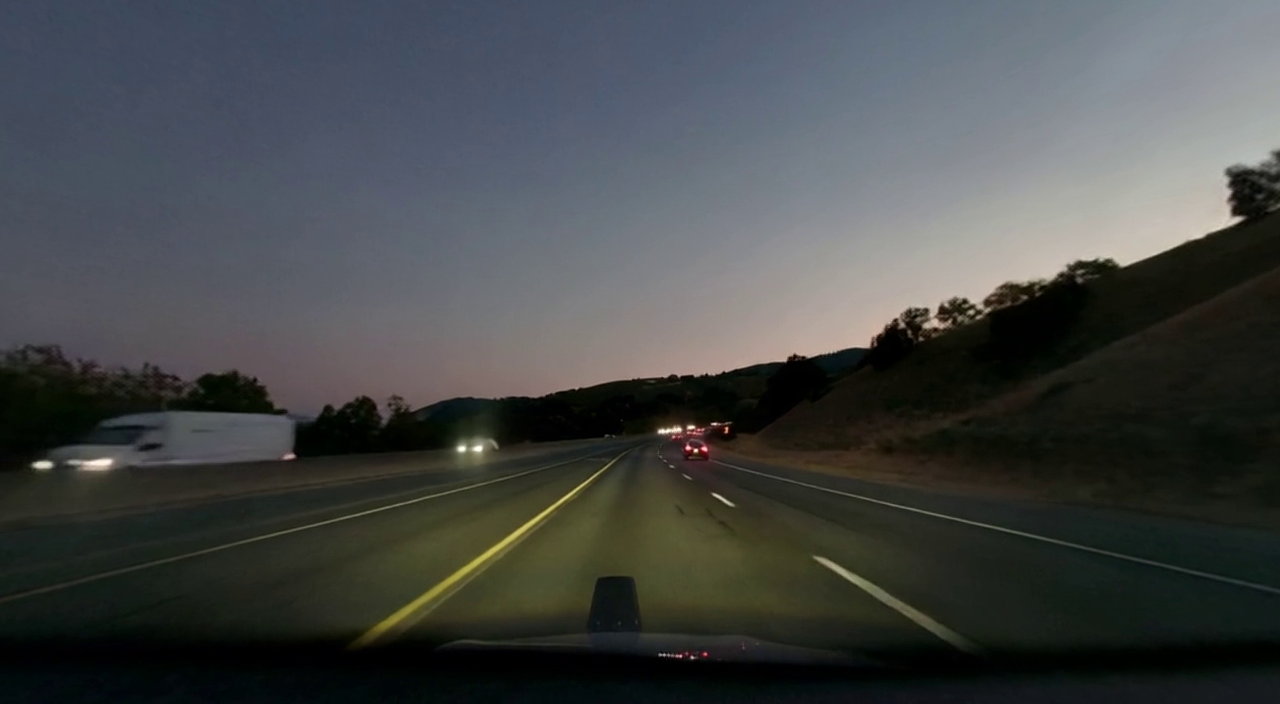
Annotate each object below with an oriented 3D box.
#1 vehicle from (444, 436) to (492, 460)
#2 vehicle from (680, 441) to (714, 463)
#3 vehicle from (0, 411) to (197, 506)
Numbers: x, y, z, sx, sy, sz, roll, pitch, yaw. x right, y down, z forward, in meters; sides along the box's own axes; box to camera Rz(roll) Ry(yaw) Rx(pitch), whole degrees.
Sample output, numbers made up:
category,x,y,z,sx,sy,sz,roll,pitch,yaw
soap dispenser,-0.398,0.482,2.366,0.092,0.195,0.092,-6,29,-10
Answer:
category,x,y,z,sx,sy,sz,roll,pitch,yaw
vehicle,-13.074,7.311,48.074,2.098,1.724,4.494,0,-8,4
vehicle,3.960,7.079,44.681,1.943,1.490,4.246,0,-8,-1
vehicle,-14.693,2.598,15.678,2.671,1.976,6.166,0,-8,2
